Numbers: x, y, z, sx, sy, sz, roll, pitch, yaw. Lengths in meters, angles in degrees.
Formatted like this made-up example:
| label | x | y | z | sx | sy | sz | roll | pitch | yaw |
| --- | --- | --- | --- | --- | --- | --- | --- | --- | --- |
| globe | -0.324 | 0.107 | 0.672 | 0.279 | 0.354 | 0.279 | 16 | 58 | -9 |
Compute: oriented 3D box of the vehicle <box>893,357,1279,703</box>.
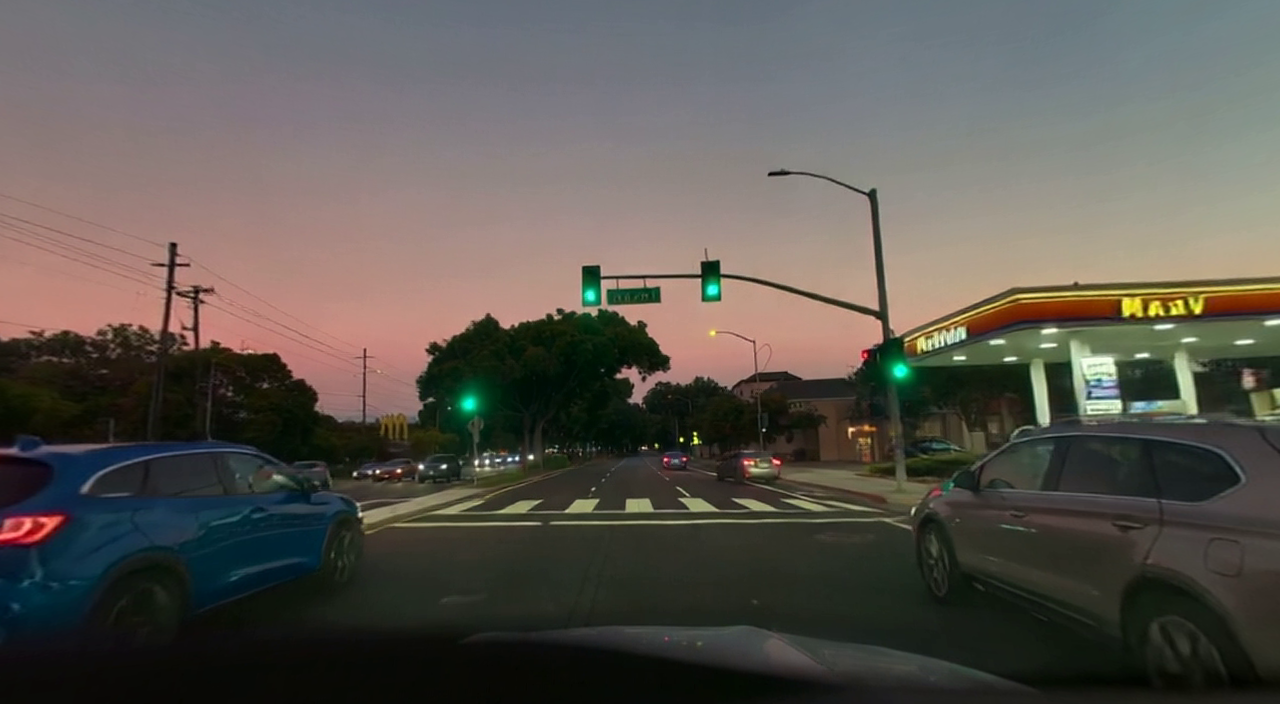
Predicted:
| label | x | y | z | sx | sy | sz | roll | pitch | yaw |
| --- | --- | --- | --- | --- | --- | --- | --- | --- | --- |
| vehicle | 3.388 | 1.033 | 3.519 | 2.085 | 1.655 | 4.459 | 0 | -9 | 0 |

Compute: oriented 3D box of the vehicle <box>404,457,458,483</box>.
| label | x | y | z | sx | sy | sz | roll | pitch | yaw |
| --- | --- | --- | --- | --- | --- | --- | --- | --- | --- |
| vehicle | -14.728 | 8.350 | 44.928 | 2.014 | 1.616 | 5.527 | 0 | -9 | 0 |

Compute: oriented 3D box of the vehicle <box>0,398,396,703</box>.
| label | x | y | z | sx | sy | sz | roll | pitch | yaw |
| --- | --- | --- | --- | --- | --- | --- | --- | --- | --- |
| vehicle | -3.707 | 1.330 | 4.995 | 1.935 | 1.617 | 4.045 | 0 | -9 | 0 |

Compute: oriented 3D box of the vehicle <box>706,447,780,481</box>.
| label | x | y | z | sx | sy | sz | roll | pitch | yaw |
| --- | --- | --- | --- | --- | --- | --- | --- | --- | --- |
| vehicle | 5.454 | 5.974 | 34.012 | 2.066 | 1.699 | 4.419 | 3 | -9 | -19 |
